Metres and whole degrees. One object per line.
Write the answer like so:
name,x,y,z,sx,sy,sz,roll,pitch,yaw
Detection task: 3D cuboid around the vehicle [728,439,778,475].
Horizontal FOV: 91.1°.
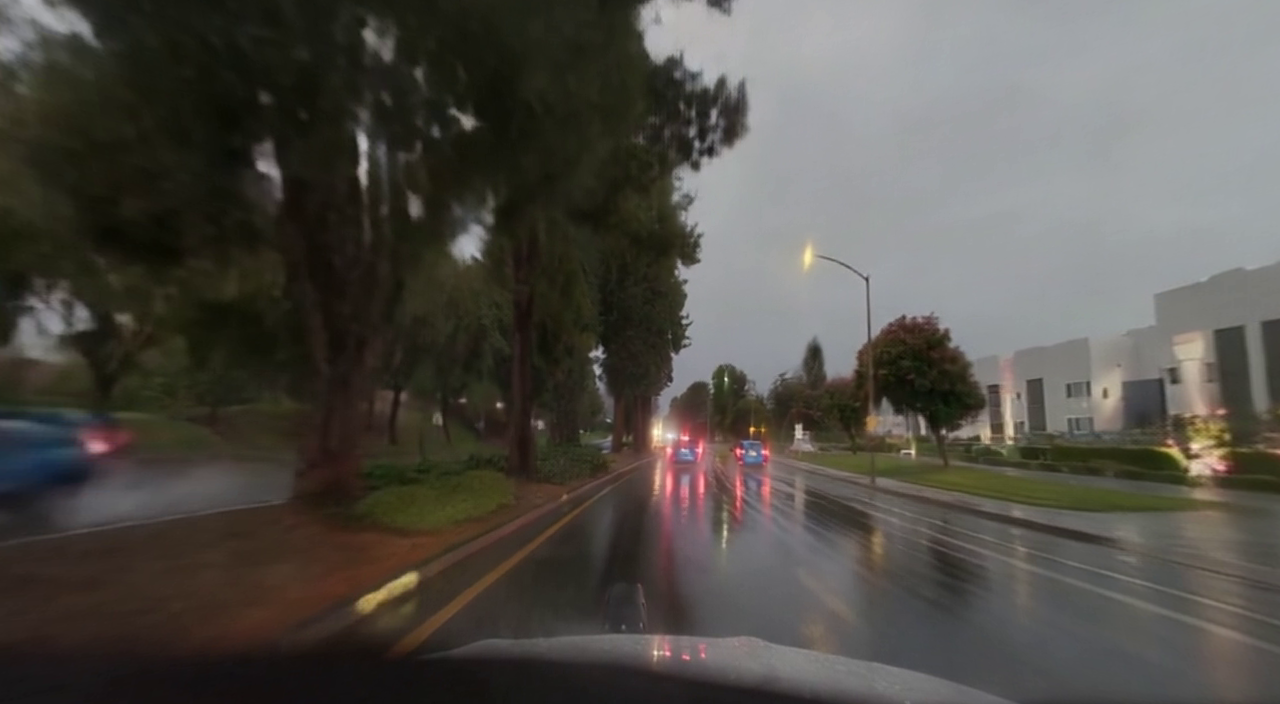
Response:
vehicle,5.600,5.271,31.641,1.971,1.663,4.287,0,-9,3

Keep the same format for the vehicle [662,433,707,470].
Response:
vehicle,2.372,5.295,33.477,2.251,1.822,4.391,-1,-9,4
